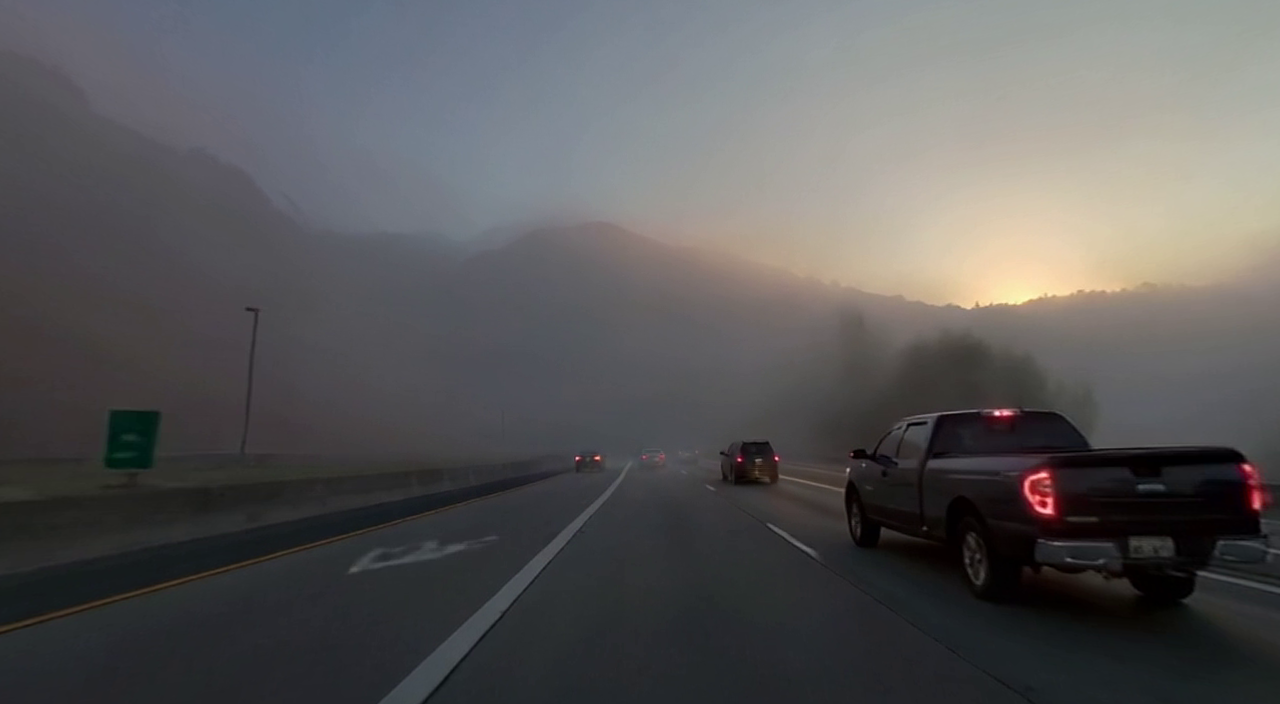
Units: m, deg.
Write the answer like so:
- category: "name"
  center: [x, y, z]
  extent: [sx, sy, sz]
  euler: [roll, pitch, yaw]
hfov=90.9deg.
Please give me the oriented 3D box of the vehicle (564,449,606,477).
- category: "vehicle"
  center: [-3.224, 6.570, 37.764]
  extent: [2.109, 1.530, 4.646]
  euler: [-1, -9, 0]

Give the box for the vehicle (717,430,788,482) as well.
- category: "vehicle"
  center: [4.610, 4.346, 26.530]
  extent: [2.057, 1.958, 4.495]
  euler: [0, -9, -1]

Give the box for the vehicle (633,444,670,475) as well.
- category: "vehicle"
  center: [0.583, 6.017, 35.393]
  extent: [1.959, 1.604, 4.065]
  euler: [0, -9, -1]

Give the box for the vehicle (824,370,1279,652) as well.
- category: "vehicle"
  center: [3.933, 1.440, 6.896]
  extent: [2.229, 1.837, 5.387]
  euler: [-1, -9, 0]
